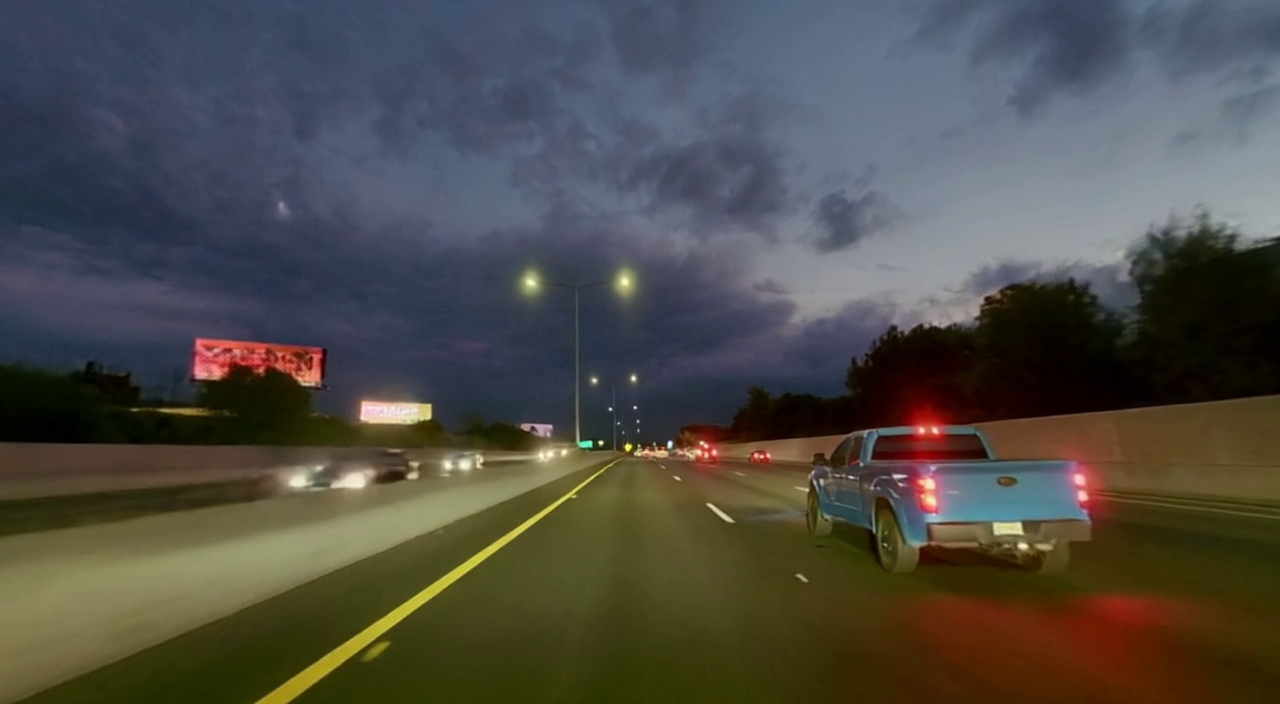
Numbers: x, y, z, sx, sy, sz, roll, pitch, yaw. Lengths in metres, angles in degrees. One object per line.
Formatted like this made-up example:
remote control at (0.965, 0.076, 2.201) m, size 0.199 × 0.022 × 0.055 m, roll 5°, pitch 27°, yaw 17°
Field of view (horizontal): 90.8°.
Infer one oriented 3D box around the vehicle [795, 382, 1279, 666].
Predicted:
vehicle at (3.080, 1.375, 6.146) m, size 1.973 × 1.710 × 4.476 m, roll 0°, pitch -9°, yaw 0°

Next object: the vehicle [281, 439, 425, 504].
vehicle at (-7.500, 3.139, 17.027) m, size 2.035 × 1.508 × 3.950 m, roll 0°, pitch -9°, yaw 0°

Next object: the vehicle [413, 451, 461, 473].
vehicle at (-14.690, 7.991, 45.971) m, size 1.877 × 1.481 × 4.684 m, roll 0°, pitch -9°, yaw 0°
